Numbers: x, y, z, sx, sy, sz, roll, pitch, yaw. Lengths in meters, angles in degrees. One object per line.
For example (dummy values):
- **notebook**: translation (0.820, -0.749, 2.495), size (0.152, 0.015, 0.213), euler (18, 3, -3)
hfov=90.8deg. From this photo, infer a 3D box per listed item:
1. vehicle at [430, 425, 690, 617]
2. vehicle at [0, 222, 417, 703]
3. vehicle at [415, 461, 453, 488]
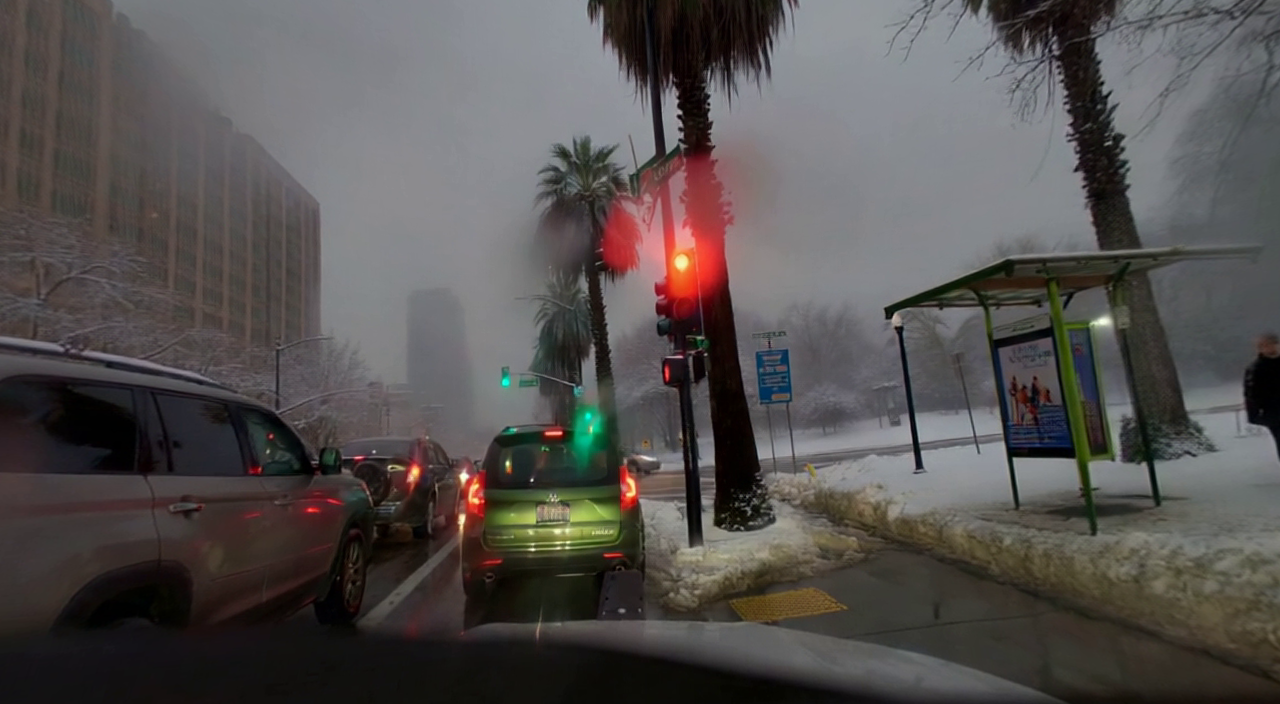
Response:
- **vehicle**: translation (-1.017, 1.650, 7.231), size (2.065, 1.467, 4.289), euler (2, -9, -11)
- **vehicle**: translation (-2.767, 0.910, 3.214), size (2.098, 1.851, 4.571), euler (1, -9, -7)
- **vehicle**: translation (-14.616, 8.677, 44.975), size (1.964, 1.642, 4.085), euler (1, -9, -9)
